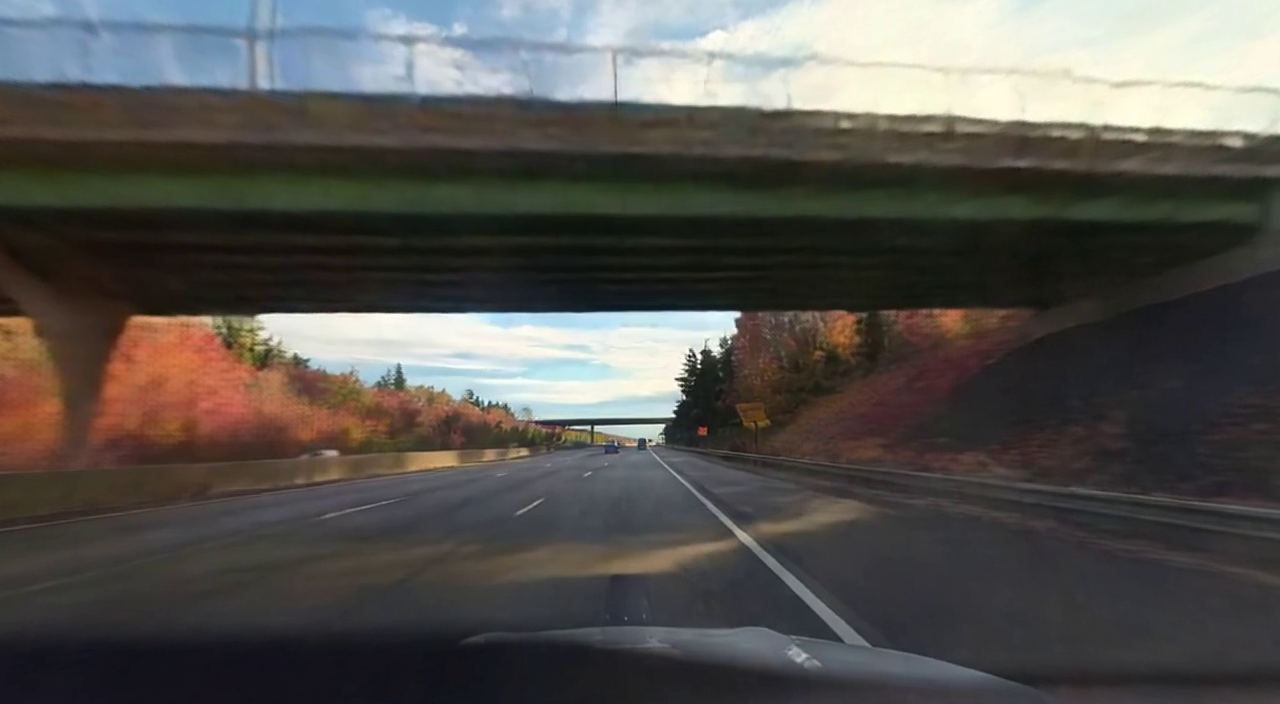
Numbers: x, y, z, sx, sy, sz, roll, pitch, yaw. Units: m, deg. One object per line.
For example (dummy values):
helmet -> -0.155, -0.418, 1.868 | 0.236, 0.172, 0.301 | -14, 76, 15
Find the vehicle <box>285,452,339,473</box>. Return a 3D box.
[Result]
vehicle -> -25.509, 8.573, 48.938 | 1.794, 1.521, 4.571 | 0, -8, -1
